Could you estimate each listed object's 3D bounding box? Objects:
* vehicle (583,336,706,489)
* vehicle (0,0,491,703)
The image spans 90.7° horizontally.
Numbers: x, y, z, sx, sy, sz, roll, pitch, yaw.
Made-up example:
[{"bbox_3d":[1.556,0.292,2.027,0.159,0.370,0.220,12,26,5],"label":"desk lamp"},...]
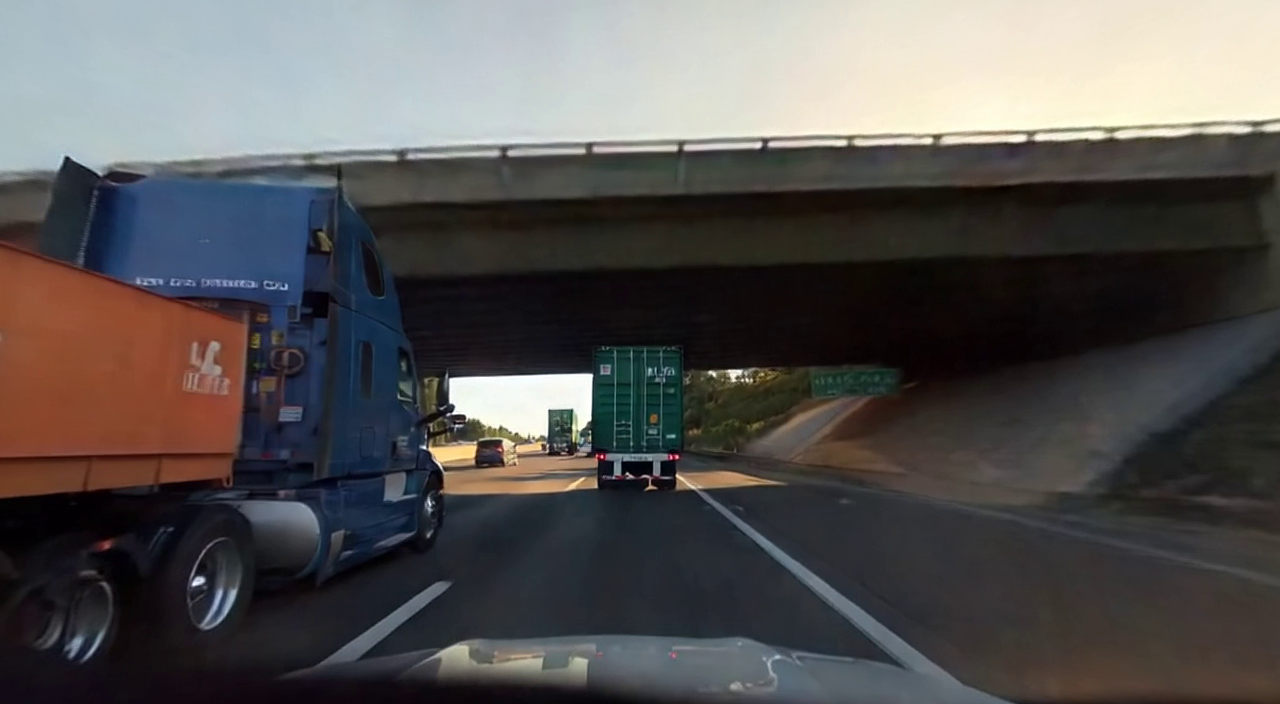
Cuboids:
[{"bbox_3d":[0.004,2.204,21.335,3.357,4.212,7.519,0,-9,-2],"label":"vehicle"},{"bbox_3d":[-3.709,0.110,5.410,3.187,3.949,6.963,0,-9,0],"label":"vehicle"}]
